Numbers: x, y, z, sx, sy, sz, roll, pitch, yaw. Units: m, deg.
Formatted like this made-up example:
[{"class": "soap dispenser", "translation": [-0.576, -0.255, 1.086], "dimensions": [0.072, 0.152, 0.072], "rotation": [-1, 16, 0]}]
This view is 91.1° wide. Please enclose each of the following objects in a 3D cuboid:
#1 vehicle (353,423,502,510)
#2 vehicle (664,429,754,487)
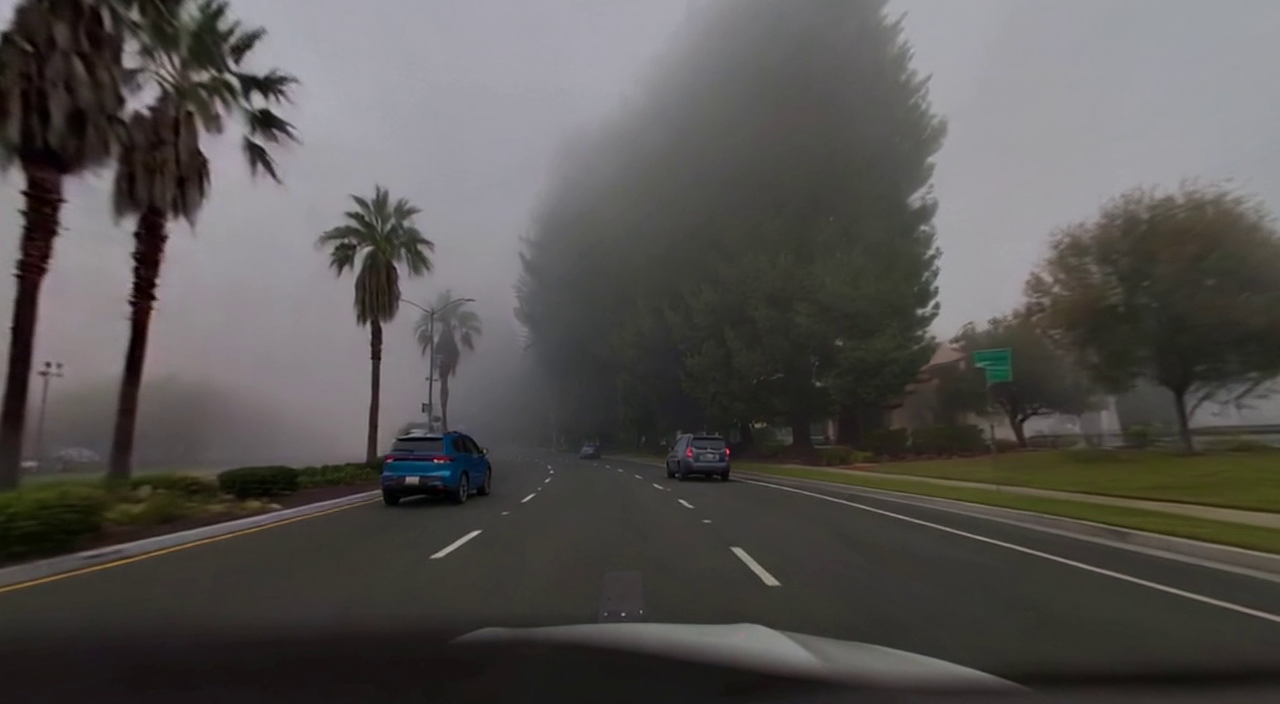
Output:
[{"class": "vehicle", "translation": [-4.915, 2.720, 15.402], "dimensions": [2.150, 1.768, 4.868], "rotation": [1, -8, -3]}, {"class": "vehicle", "translation": [2.269, 3.683, 22.199], "dimensions": [2.195, 1.804, 4.658], "rotation": [1, -9, -6]}]
